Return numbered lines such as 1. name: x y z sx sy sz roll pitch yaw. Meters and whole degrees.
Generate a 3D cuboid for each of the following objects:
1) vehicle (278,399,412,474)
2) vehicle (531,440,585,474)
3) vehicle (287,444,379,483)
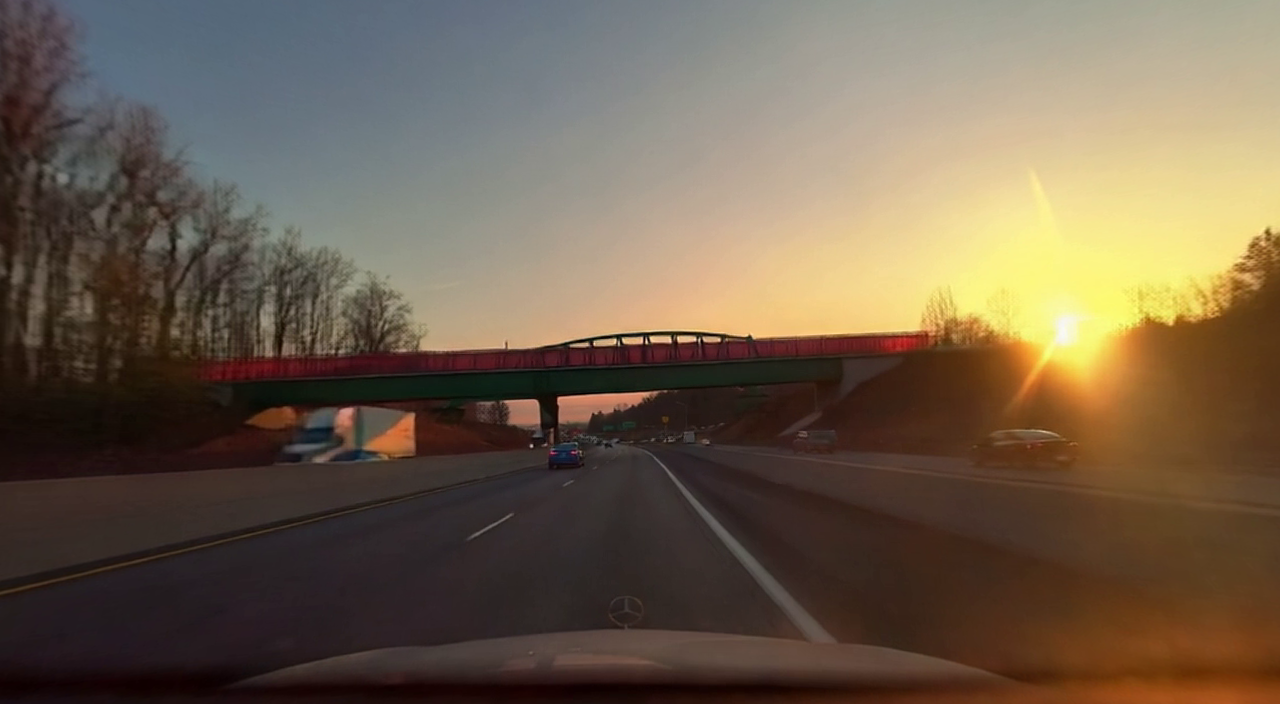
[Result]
1. vehicle: -16.728 5.023 36.747 2.995 3.794 9.786 0 -9 0
2. vehicle: -3.951 5.162 31.136 2.052 1.556 4.405 0 -8 0
3. vehicle: -13.303 4.816 27.483 1.872 1.535 4.138 0 -9 1
